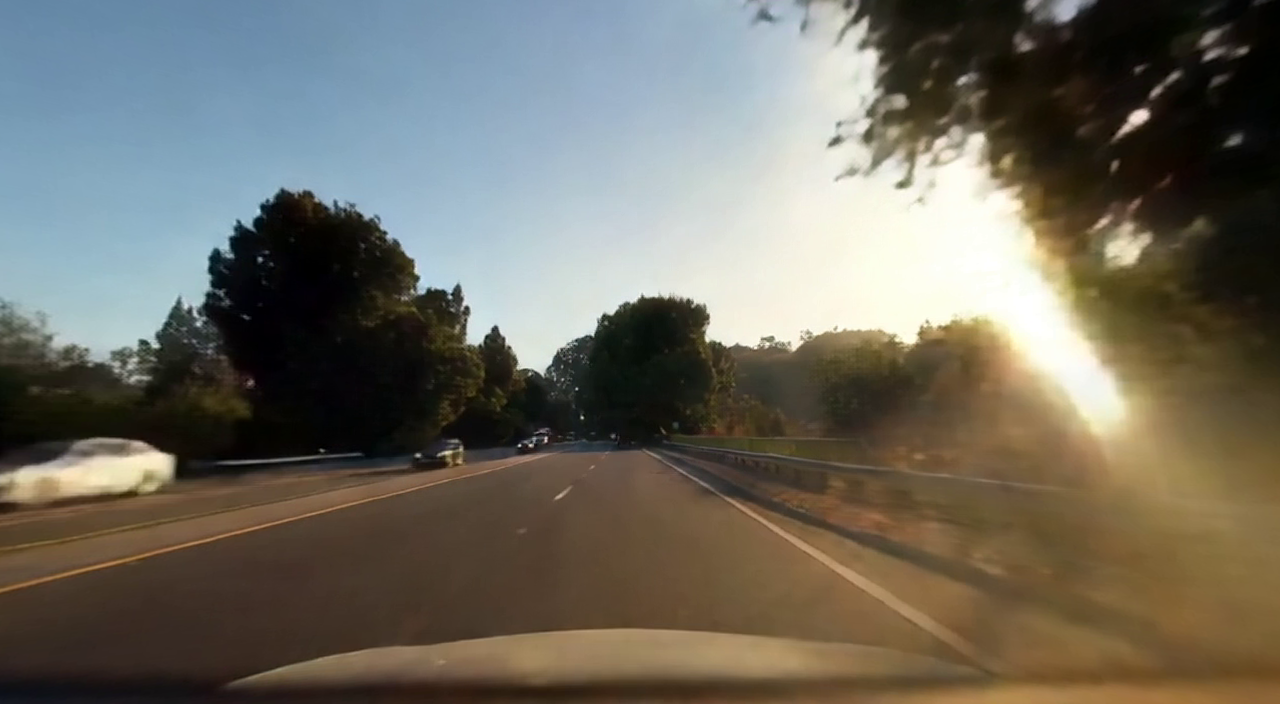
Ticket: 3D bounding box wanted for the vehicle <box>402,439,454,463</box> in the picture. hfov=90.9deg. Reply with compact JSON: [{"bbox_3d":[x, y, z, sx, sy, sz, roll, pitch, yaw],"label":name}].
[{"bbox_3d":[-13.464,6.274,40.278,1.859,1.466,4.539,0,-8,-2],"label":"vehicle"}]
